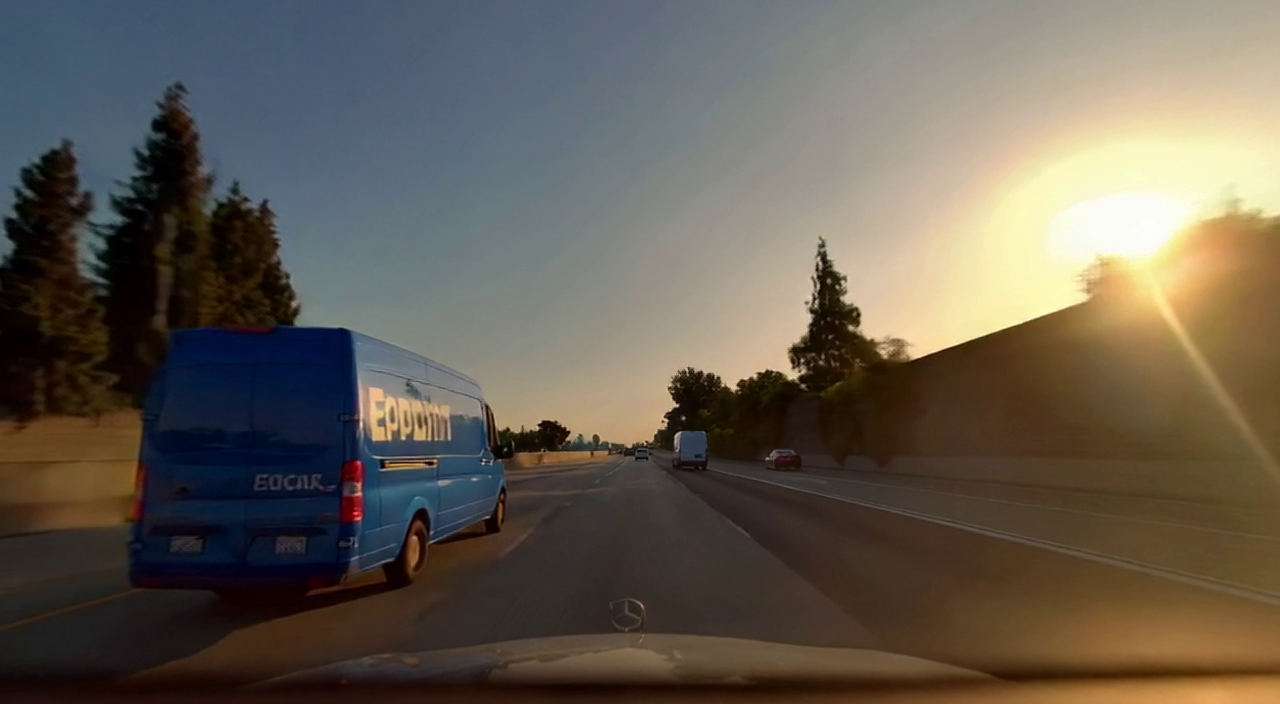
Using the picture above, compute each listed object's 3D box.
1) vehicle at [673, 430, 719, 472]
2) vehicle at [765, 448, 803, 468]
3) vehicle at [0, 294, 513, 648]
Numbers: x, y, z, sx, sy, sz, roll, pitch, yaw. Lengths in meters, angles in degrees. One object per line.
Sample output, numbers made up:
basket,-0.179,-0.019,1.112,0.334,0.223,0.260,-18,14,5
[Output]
vehicle,3.591,6.569,41.726,2.373,2.561,5.922,0,-9,-1
vehicle,11.130,8.183,48.871,1.870,1.497,3.886,0,-9,-2
vehicle,-3.435,1.304,7.688,2.409,2.523,6.275,0,-9,0
